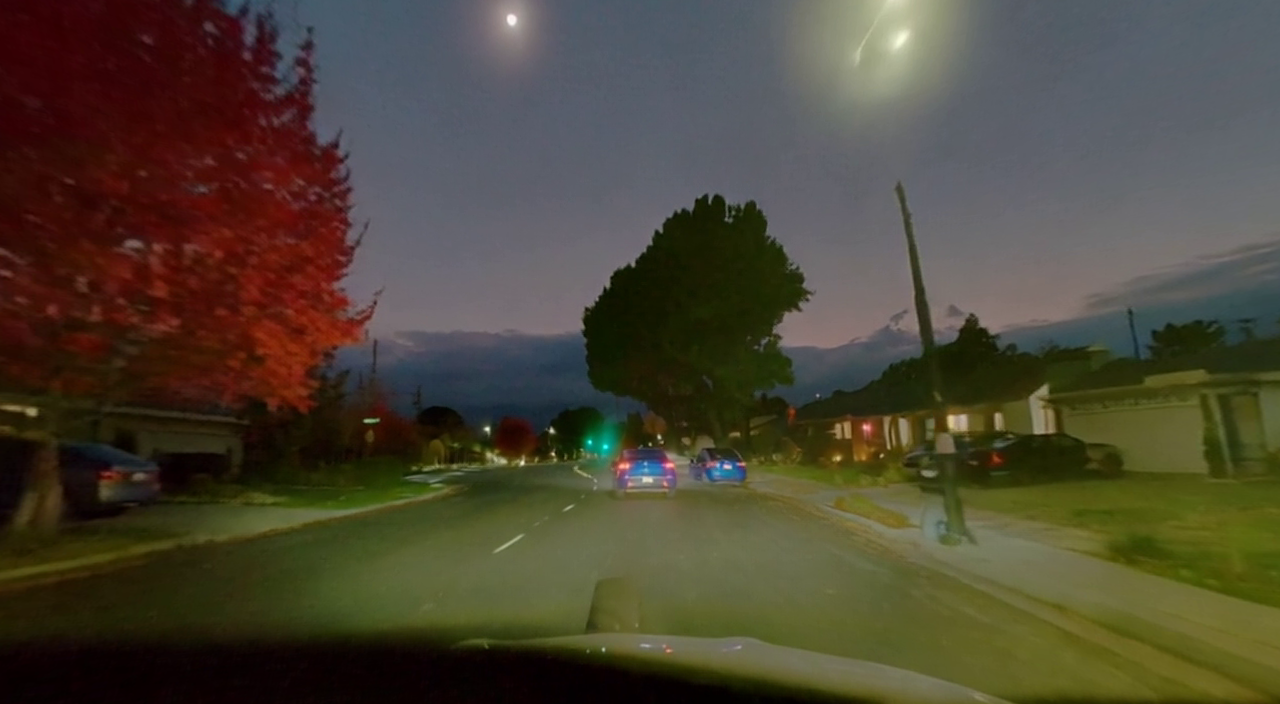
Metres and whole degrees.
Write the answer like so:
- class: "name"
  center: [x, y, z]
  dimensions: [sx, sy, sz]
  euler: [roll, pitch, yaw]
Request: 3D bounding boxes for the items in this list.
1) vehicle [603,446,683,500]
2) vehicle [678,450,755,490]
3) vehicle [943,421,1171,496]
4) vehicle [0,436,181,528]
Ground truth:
- class: "vehicle"
  center: [-0.026, 3.709, 19.675]
  dimensions: [2.192, 1.474, 4.192]
  euler: [1, -9, -3]
- class: "vehicle"
  center: [2.946, 4.677, 25.423]
  dimensions: [2.089, 1.462, 4.529]
  euler: [1, -9, -6]
- class: "vehicle"
  center: [10.683, 2.722, 16.409]
  dimensions: [4.524, 1.587, 2.064]
  euler: [-2, -8, -7]
- class: "vehicle"
  center: [-13.020, 2.746, 13.518]
  dimensions: [4.597, 1.794, 2.043]
  euler: [1, -10, -6]
